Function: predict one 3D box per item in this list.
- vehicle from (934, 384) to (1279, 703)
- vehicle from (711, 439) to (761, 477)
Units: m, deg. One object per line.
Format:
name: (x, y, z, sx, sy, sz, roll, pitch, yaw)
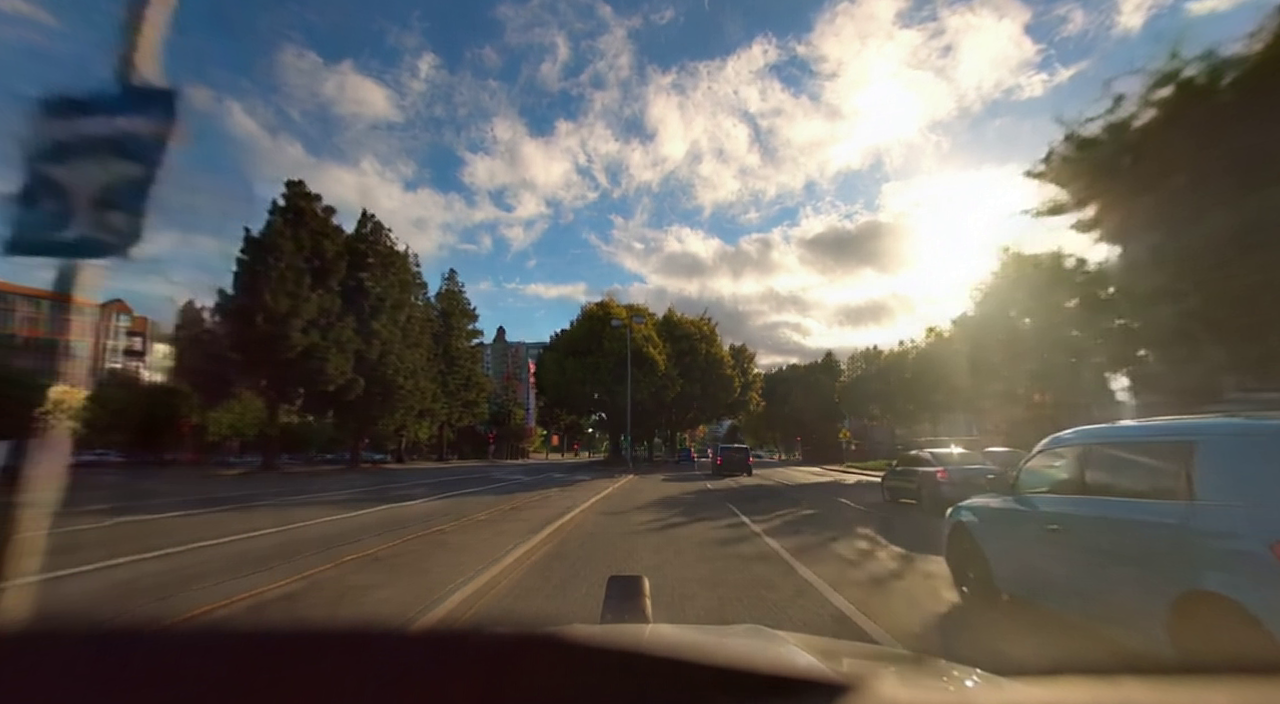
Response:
vehicle: (3.554, 1.107, 3.548, 1.901, 1.634, 3.952, 0, -9, 1)
vehicle: (4.962, 5.540, 33.207, 2.154, 1.844, 4.634, -1, -9, 3)
